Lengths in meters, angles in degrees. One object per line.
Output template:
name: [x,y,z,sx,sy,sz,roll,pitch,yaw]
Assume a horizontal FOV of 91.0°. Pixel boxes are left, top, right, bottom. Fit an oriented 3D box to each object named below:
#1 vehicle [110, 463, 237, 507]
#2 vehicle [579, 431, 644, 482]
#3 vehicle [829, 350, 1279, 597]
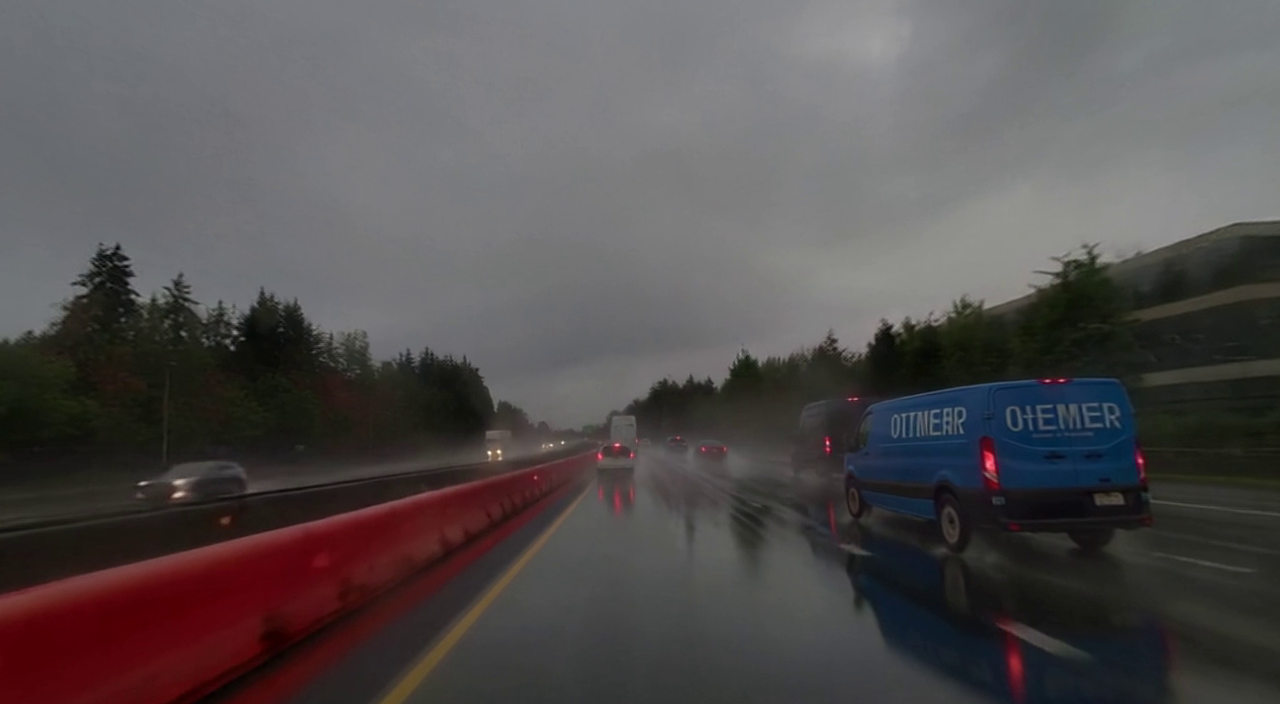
vehicle: [-18.616,5.294,25.401,1.811,1.456,4.313,0,-8,0]
vehicle: [-0.977,3.651,22.270,2.100,1.636,3.620,0,-8,-1]
vehicle: [4.310,1.343,7.776,2.223,2.008,5.121,0,-8,-1]
